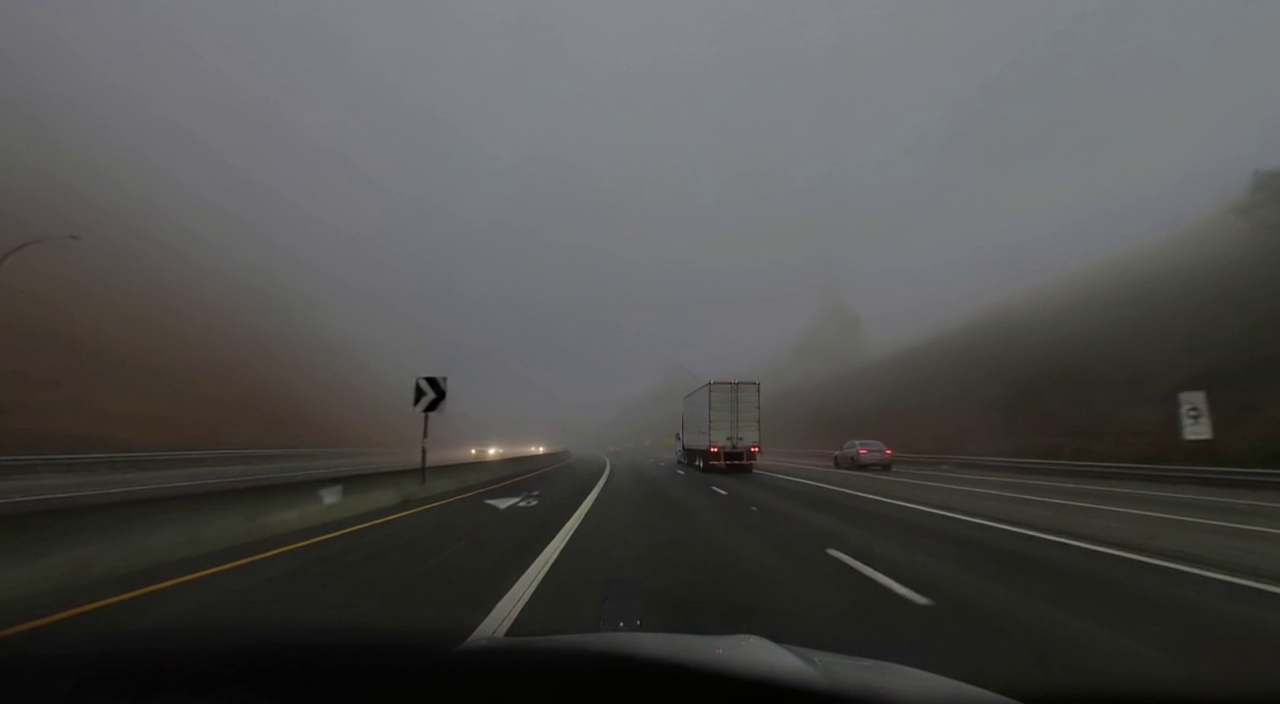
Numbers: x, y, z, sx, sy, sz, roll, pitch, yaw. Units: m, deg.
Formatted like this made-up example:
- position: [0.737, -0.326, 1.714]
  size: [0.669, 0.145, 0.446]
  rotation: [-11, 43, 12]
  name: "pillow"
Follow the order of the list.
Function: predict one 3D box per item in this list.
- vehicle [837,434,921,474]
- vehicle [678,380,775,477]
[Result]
- position: [11.307, 4.869, 30.214]
  size: [2.046, 1.741, 4.769]
  rotation: [0, -9, -1]
  name: "vehicle"
- position: [3.870, 3.917, 31.162]
  size: [3.049, 3.968, 10.706]
  rotation: [0, -9, -1]
  name: "vehicle"
